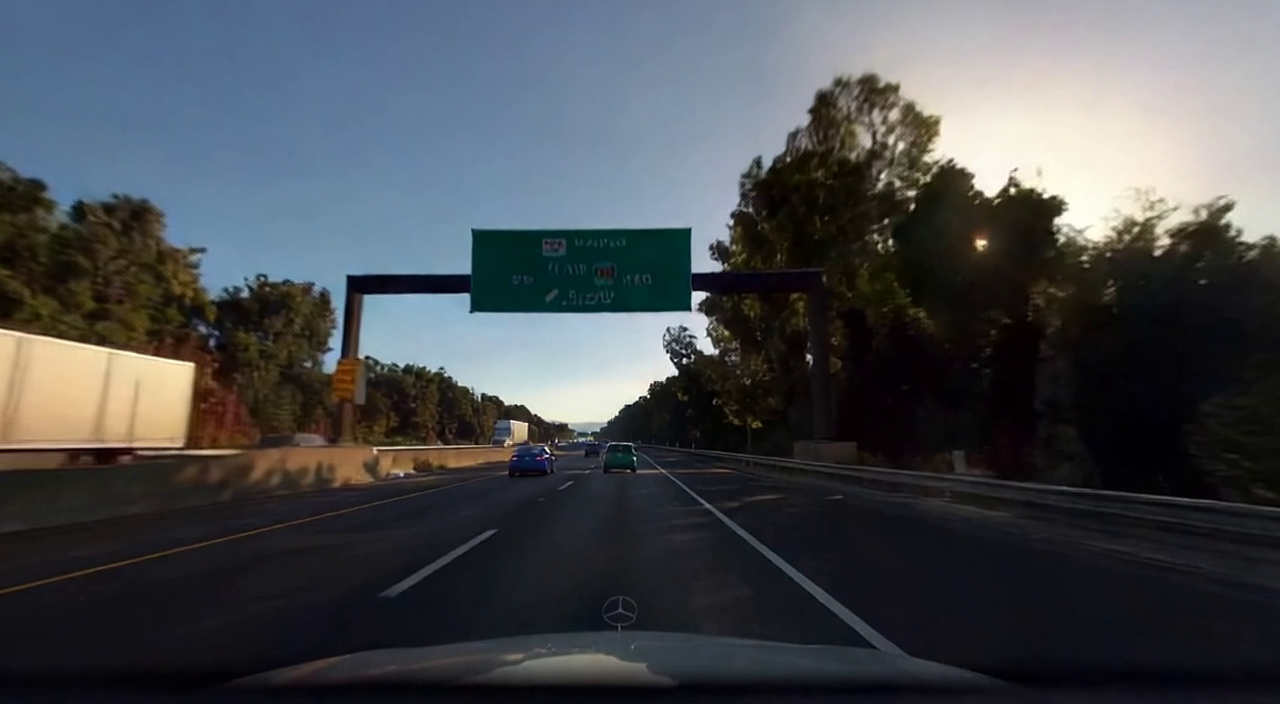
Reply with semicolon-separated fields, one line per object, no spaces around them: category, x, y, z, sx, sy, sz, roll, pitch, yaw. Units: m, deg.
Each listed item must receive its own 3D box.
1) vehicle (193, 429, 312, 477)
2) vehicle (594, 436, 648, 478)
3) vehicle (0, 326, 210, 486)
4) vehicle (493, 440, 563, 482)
vehicle;-14.104;3.710;23.117;1.866;1.584;3.939;-1;-9;-1
vehicle;-0.848;4.715;28.223;2.220;1.711;4.056;0;-9;-1
vehicle;-17.830;1.504;16.750;2.895;4.041;14.097;0;-9;-1
vehicle;-4.647;4.597;26.655;2.103;1.588;4.709;-1;-9;0
